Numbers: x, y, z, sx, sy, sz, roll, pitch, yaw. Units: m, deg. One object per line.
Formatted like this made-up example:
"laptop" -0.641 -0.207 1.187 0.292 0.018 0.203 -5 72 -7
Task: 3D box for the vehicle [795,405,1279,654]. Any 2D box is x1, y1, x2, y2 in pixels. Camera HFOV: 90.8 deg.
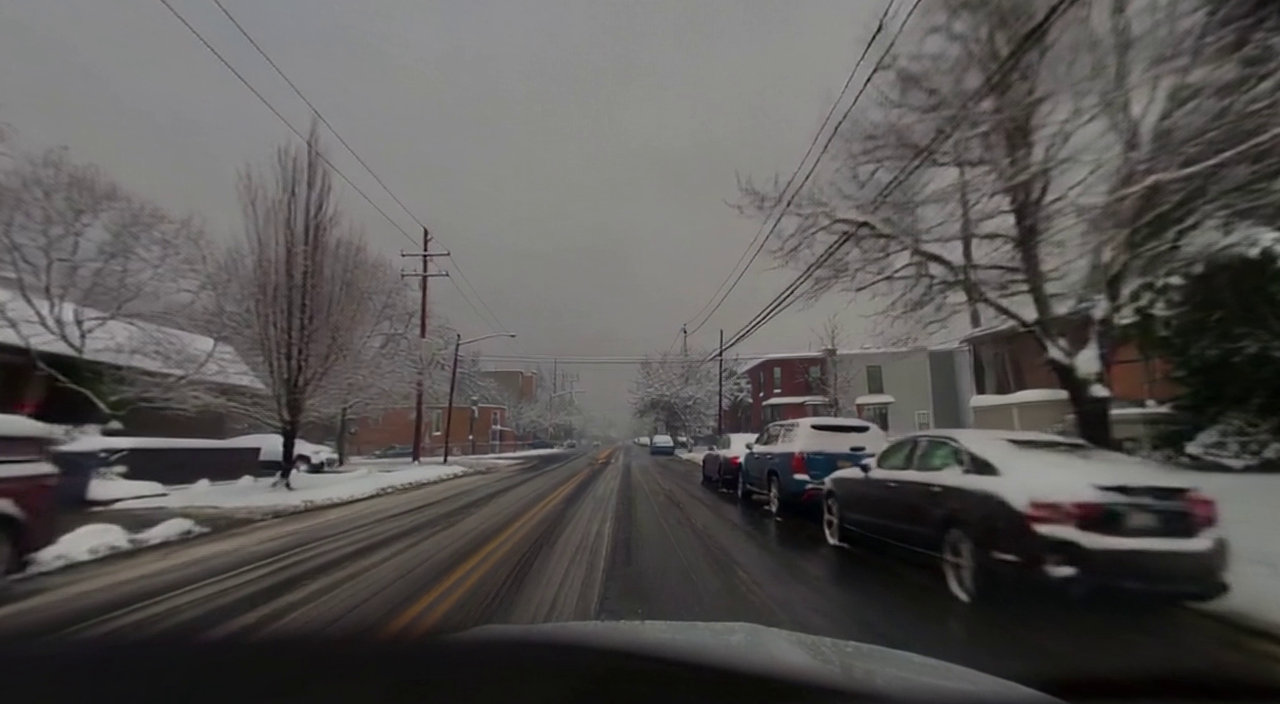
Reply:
"vehicle" 3.300 1.463 6.475 1.895 1.537 4.844 0 -8 -4

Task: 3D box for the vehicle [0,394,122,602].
"vehicle" -6.719 1.200 4.676 1.992 1.853 4.561 -1 -7 -2

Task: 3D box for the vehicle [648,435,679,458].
"vehicle" 1.740 7.208 48.214 1.999 1.604 4.065 0 -8 -3

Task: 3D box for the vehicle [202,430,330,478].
"vehicle" -17.233 4.661 29.232 4.822 1.868 2.015 3 -9 -39

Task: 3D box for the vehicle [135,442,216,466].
"vehicle" -32.897 7.225 44.819 1.732 1.511 4.151 -3 -10 29
